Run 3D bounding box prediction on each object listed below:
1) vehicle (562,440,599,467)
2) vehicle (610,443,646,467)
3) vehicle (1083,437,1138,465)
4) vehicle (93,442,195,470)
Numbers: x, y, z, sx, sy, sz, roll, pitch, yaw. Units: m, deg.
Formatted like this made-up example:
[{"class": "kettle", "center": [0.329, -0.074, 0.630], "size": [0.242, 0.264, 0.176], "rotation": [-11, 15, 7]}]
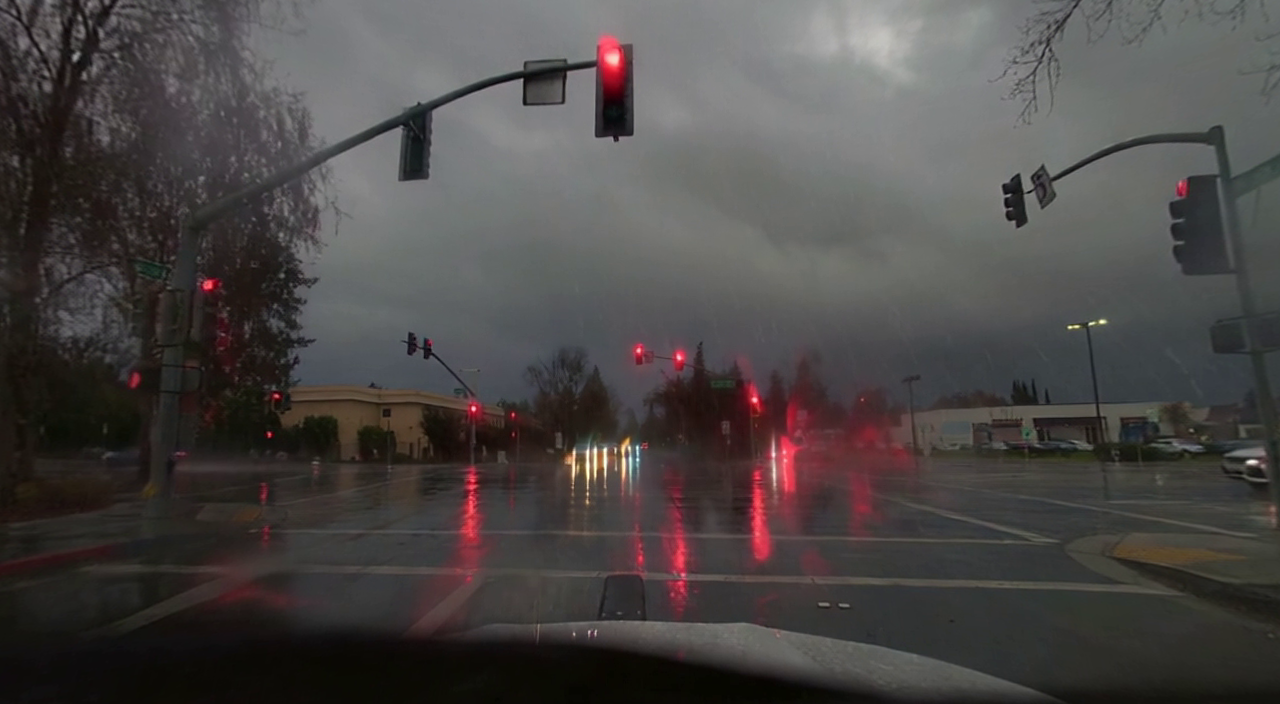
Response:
[{"class": "vehicle", "center": [-4.110, 7.103, 44.264], "size": [2.251, 1.756, 4.610], "rotation": [0, -9, -1]}, {"class": "vehicle", "center": [-0.867, 6.846, 42.099], "size": [2.056, 1.492, 3.937], "rotation": [1, -9, -6]}, {"class": "vehicle", "center": [26.965, 5.655, 36.147], "size": [2.092, 1.474, 4.046], "rotation": [-8, -11, 41]}, {"class": "vehicle", "center": [-27.760, 5.828, 35.410], "size": [4.588, 1.484, 2.000], "rotation": [-3, -9, 15]}]
